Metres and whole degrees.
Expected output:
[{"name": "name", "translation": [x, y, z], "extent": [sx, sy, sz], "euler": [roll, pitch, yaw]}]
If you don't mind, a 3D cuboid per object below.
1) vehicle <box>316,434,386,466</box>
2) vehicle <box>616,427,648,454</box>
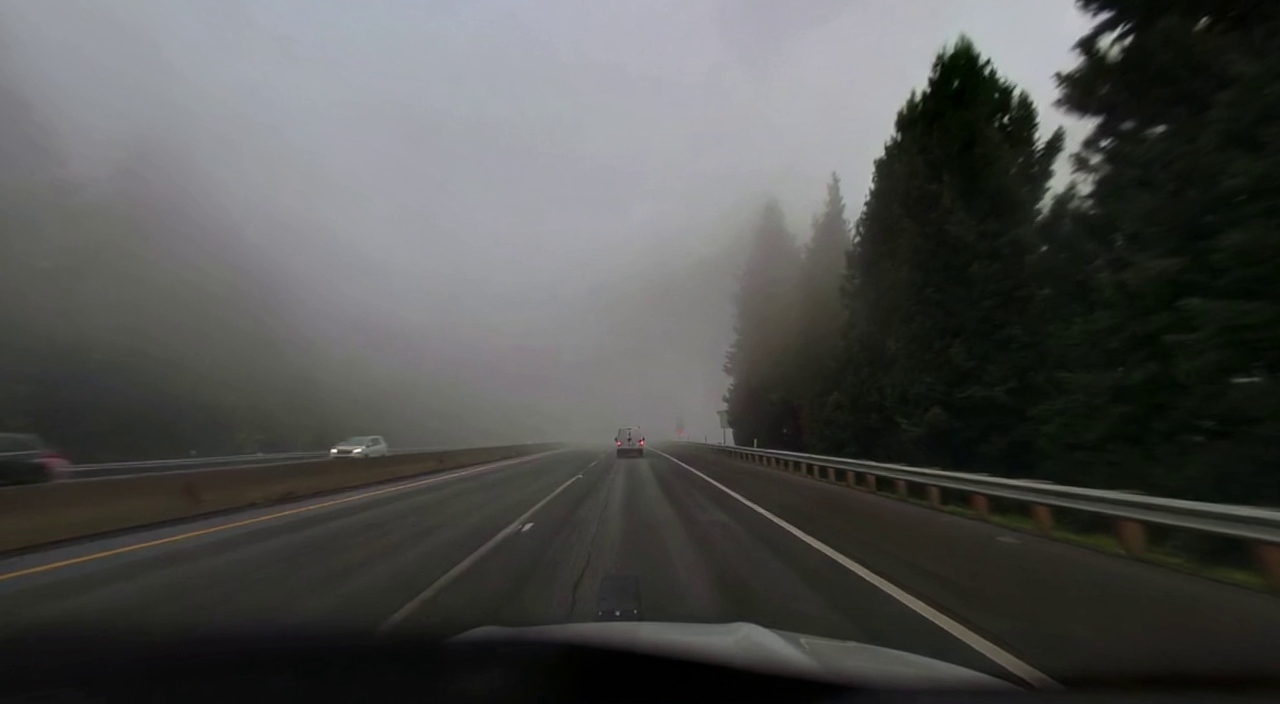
[{"name": "vehicle", "translation": [-14.062, 4.772, 30.866], "extent": [1.804, 1.461, 3.592], "euler": [0, -8, -2]}, {"name": "vehicle", "translation": [-0.598, 6.596, 46.917], "extent": [2.295, 1.861, 4.564], "euler": [0, -8, -1]}]
